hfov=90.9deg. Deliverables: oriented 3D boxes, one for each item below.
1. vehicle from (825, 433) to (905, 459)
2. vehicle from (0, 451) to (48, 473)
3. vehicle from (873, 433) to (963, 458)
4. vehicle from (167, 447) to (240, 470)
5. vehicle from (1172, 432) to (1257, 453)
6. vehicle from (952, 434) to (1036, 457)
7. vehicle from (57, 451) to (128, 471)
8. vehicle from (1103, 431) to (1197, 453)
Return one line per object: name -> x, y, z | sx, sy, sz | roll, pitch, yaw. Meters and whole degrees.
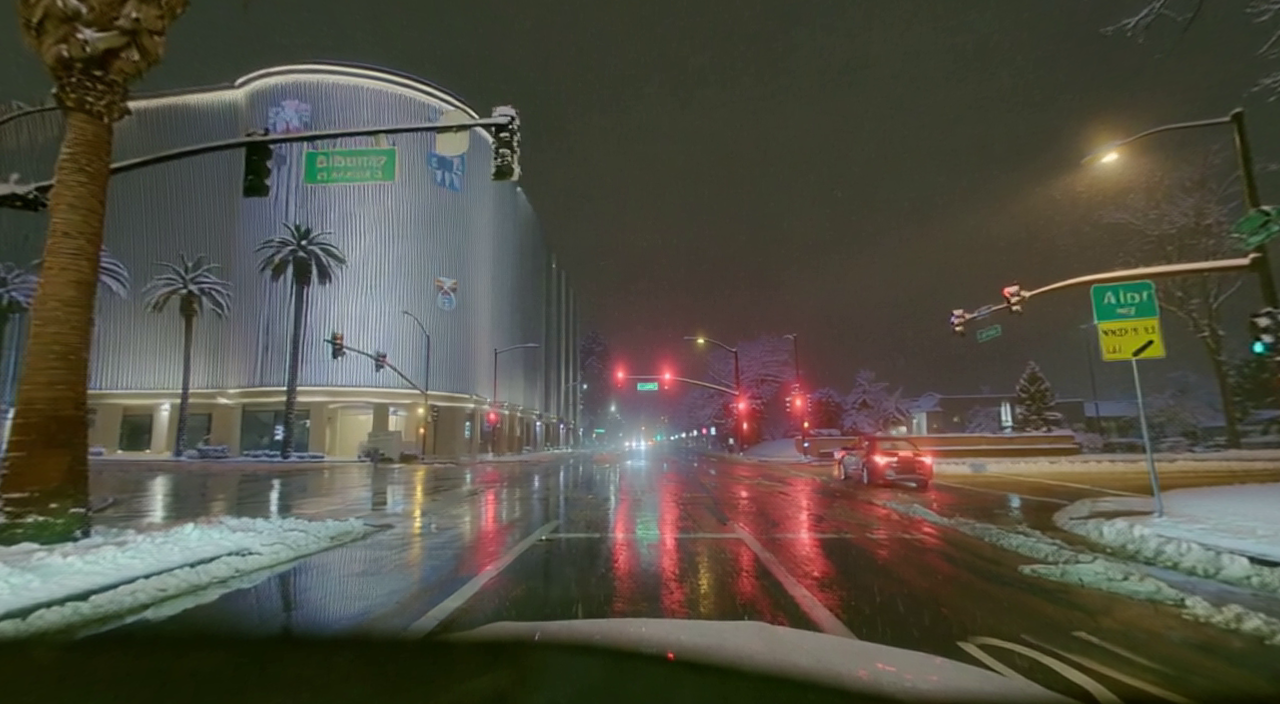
vehicle -> 15.026, 6.291, 42.236 | 4.648, 1.665, 1.910 | 0, -8, -1
vehicle -> -48.041, 8.389, 48.156 | 3.786, 1.555, 1.702 | 0, -8, 2
vehicle -> 16.920, 5.727, 38.485 | 4.684, 1.461, 1.777 | 0, -8, -1
vehicle -> -33.222, 8.089, 48.014 | 4.136, 1.661, 1.857 | 0, -8, 0
vehicle -> 42.118, 6.643, 46.283 | 4.437, 1.469, 1.811 | 0, -8, 0
vehicle -> 23.532, 6.211, 41.989 | 4.423, 1.465, 1.798 | 0, -8, 0
vehicle -> -41.719, 8.300, 48.028 | 3.698, 1.467, 1.779 | 0, -8, 0
vehicle -> 33.598, 5.941, 41.568 | 4.567, 1.458, 1.791 | 0, -8, 0
